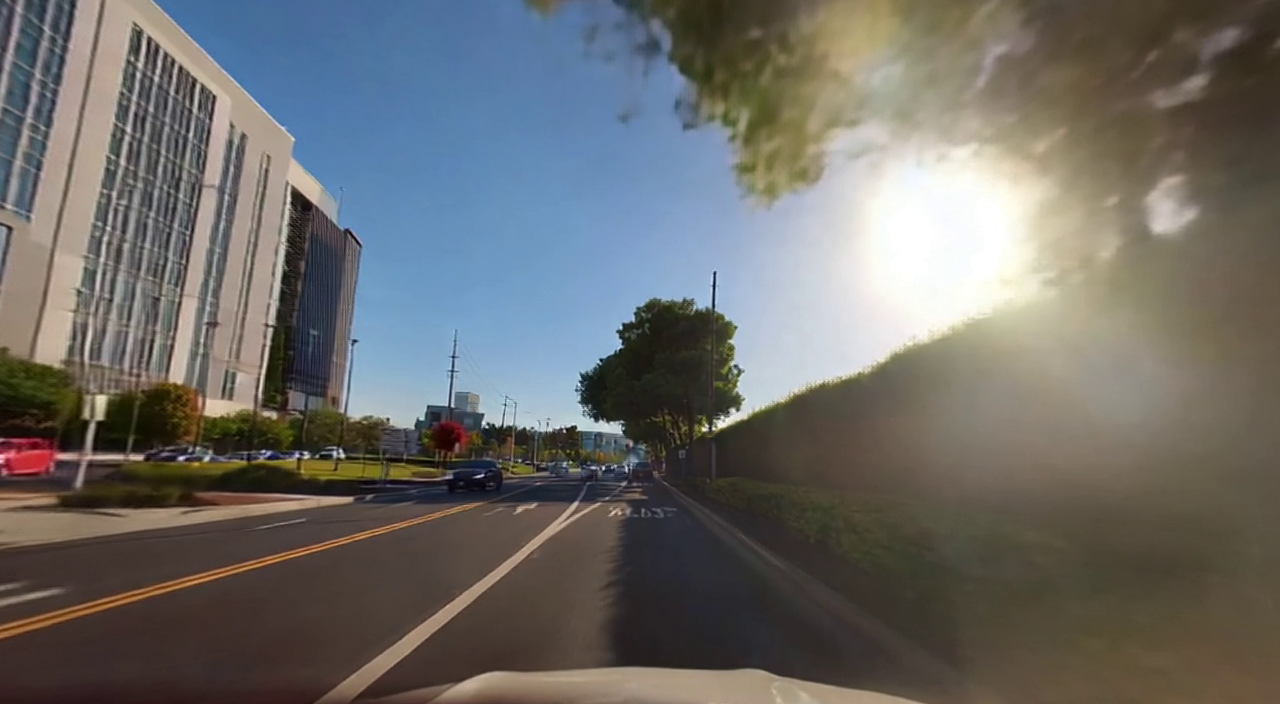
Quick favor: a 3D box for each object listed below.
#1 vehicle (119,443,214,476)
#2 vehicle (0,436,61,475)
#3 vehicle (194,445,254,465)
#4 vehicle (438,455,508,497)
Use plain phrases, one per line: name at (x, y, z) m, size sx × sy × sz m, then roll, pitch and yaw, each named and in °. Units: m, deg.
vehicle at (-26.238, 5.983, 34.809) m, size 4.630 × 1.710 × 2.035 m, roll -4°, pitch -11°, yaw 23°
vehicle at (-28.536, 4.661, 28.188) m, size 3.973 × 1.647 × 1.896 m, roll -3°, pitch -11°, yaw 20°
vehicle at (-32.772, 8.121, 49.522) m, size 3.977 × 1.439 × 1.775 m, roll -3°, pitch -11°, yaw 20°
vehicle at (-6.759, 5.070, 25.795) m, size 1.922 × 1.540 × 3.771 m, roll 1°, pitch -10°, yaw -2°
